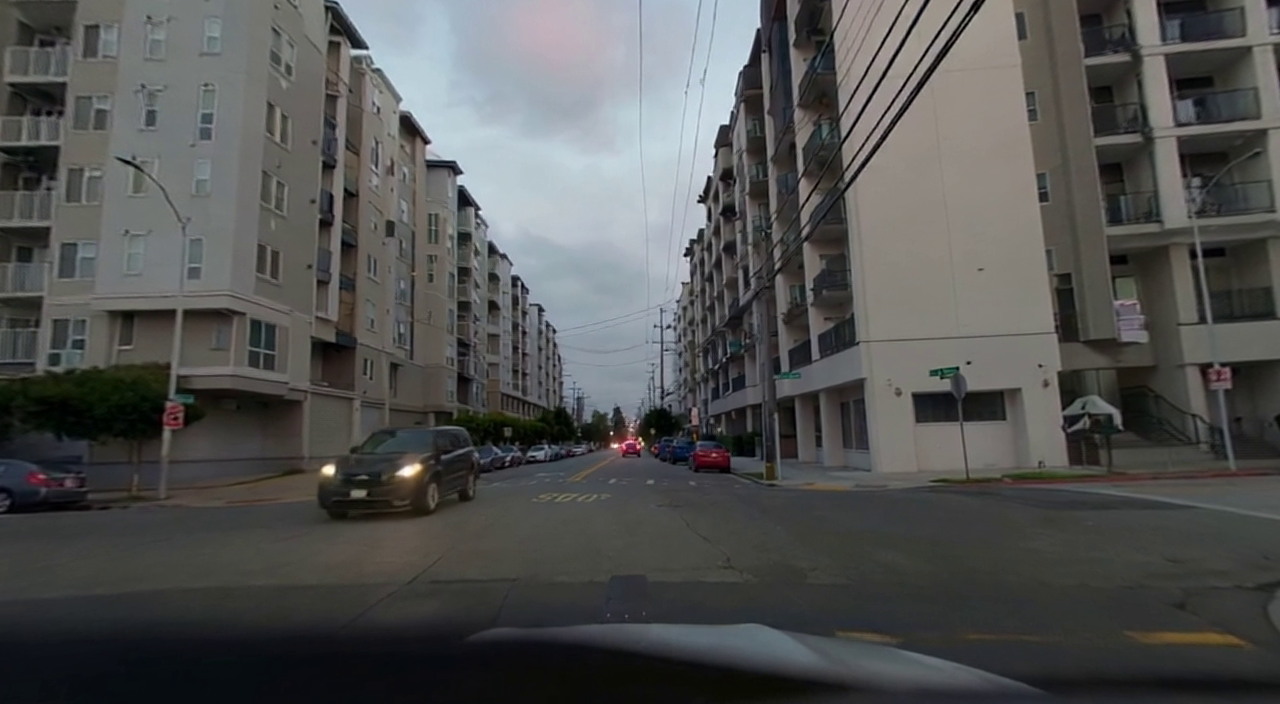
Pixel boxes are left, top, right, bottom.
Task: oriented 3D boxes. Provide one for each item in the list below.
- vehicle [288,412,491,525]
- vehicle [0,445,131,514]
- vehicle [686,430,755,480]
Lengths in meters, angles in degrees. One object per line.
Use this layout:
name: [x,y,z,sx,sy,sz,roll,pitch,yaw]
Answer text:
vehicle: [-4.609,2.241,12.616,2.201,1.801,4.750,0,-9,-2]
vehicle: [-17.637,3.476,17.400,5.354,1.773,1.991,0,-9,-1]
vehicle: [3.195,4.219,25.962,2.164,1.721,4.416,-4,-9,0]
